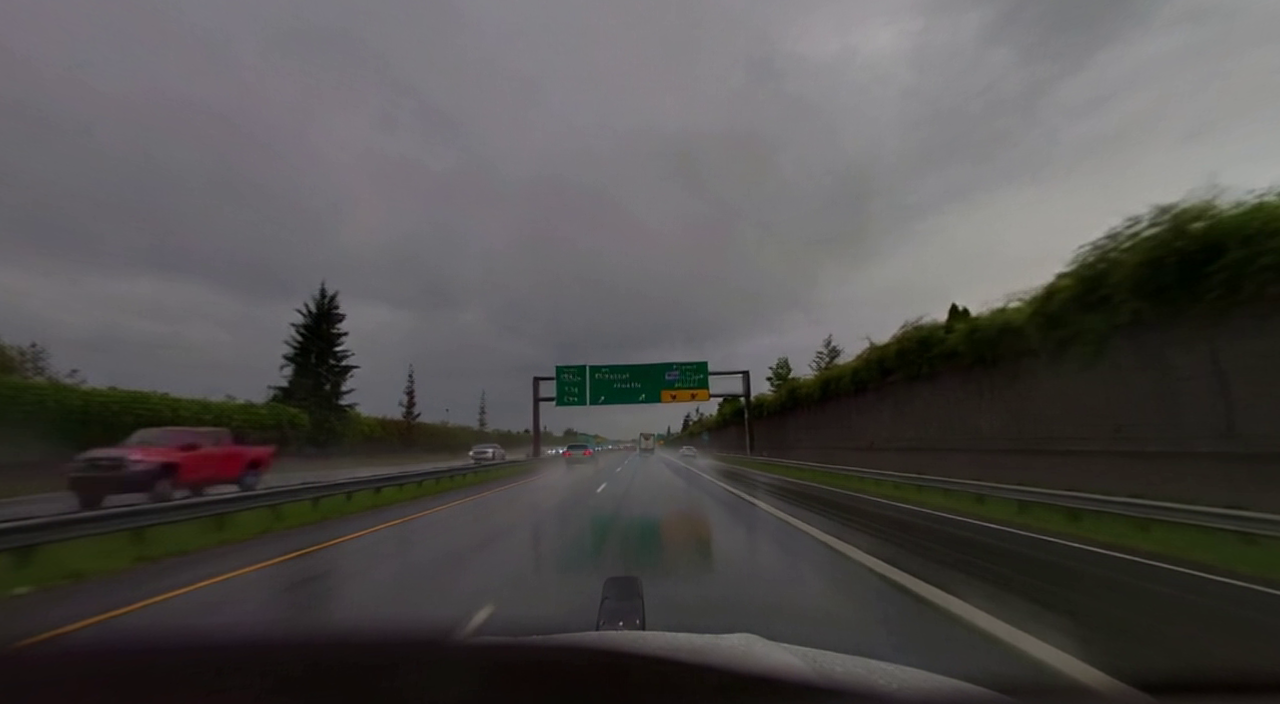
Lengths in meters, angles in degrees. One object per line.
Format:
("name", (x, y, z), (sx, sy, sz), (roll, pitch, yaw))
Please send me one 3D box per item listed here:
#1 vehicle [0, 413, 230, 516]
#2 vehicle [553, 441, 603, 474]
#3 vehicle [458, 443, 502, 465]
("vehicle", (-11.972, 2.460, 14.205), (2.075, 1.873, 4.972), (0, -9, 1))
("vehicle", (-3.001, 5.238, 31.506), (2.020, 1.475, 4.434), (0, -9, 1))
("vehicle", (-12.002, 7.656, 47.578), (2.010, 1.546, 4.735), (0, -9, 1))
